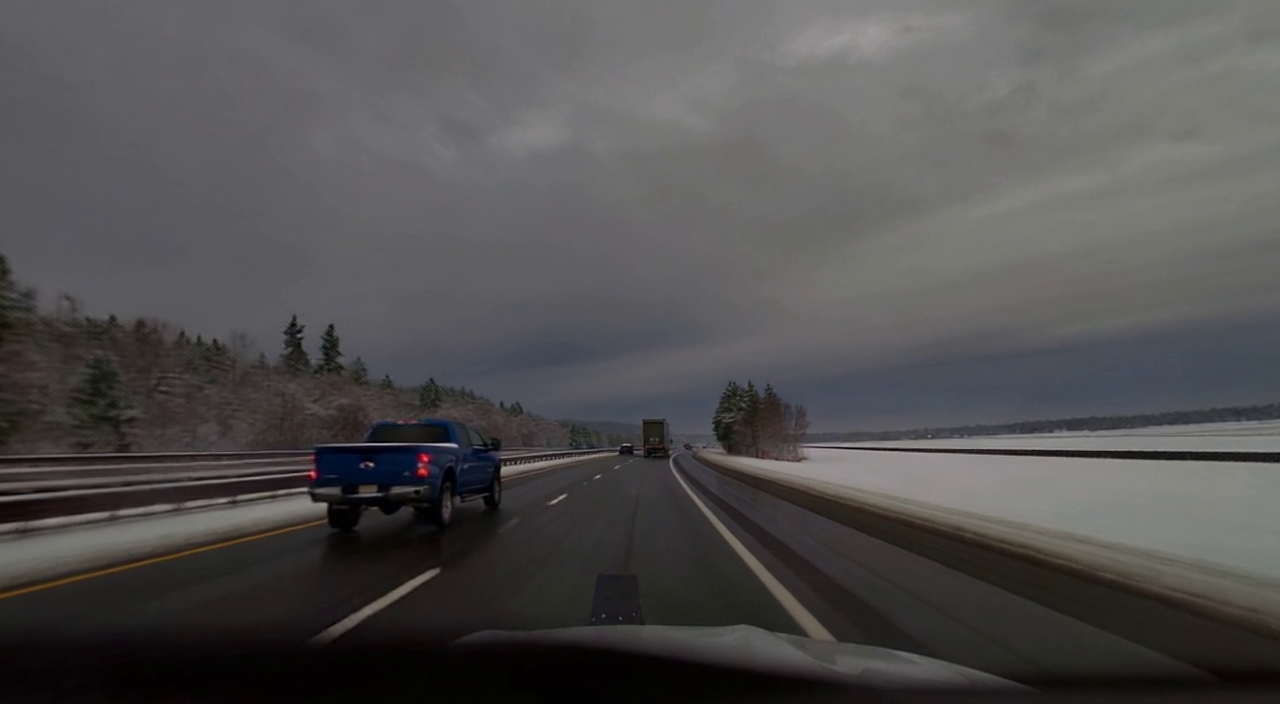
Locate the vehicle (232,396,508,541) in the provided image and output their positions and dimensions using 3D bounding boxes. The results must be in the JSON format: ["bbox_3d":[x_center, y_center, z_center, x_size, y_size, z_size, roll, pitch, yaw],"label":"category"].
[{"bbox_3d":[-3.934,1.848,10.505,2.295,1.815,4.983,0,-9,1],"label":"vehicle"}]
